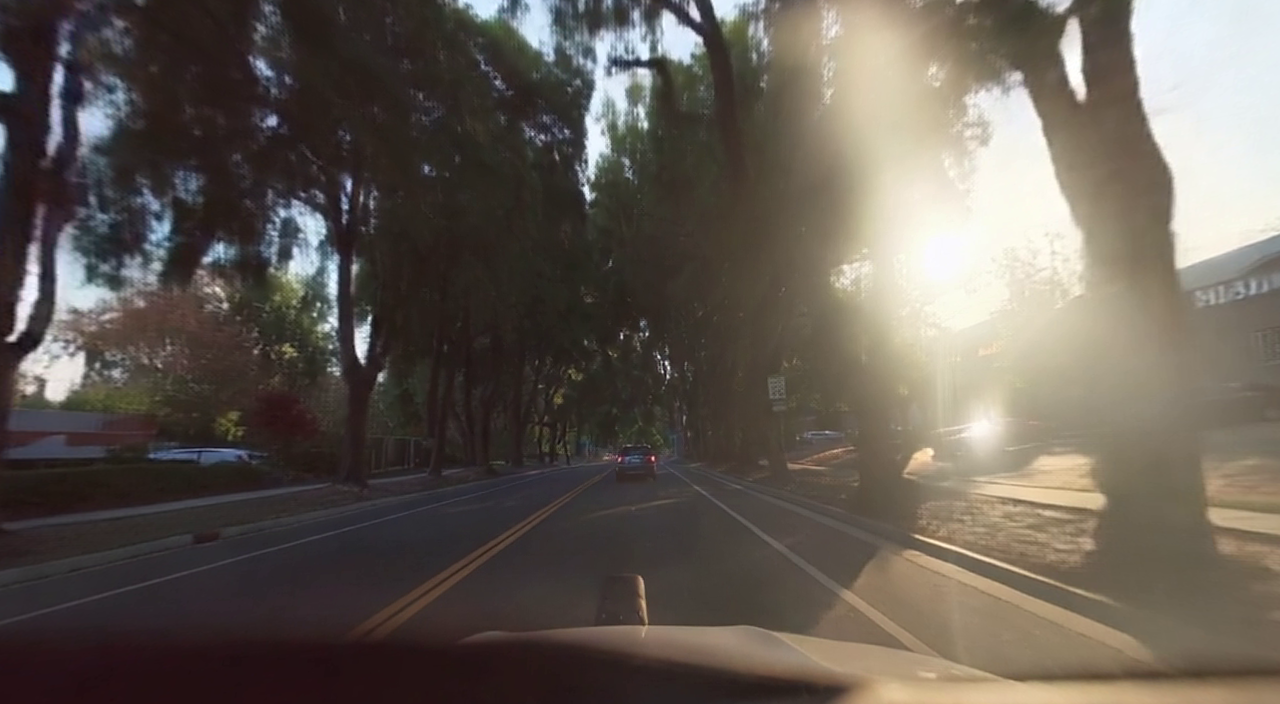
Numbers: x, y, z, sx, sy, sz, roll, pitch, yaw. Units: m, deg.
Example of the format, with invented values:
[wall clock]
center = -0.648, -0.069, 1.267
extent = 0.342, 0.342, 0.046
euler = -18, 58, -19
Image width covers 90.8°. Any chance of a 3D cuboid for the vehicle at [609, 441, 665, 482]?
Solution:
[vehicle]
center = -0.092, 4.578, 26.725
extent = 2.152, 1.574, 4.223
euler = -1, -8, 1
